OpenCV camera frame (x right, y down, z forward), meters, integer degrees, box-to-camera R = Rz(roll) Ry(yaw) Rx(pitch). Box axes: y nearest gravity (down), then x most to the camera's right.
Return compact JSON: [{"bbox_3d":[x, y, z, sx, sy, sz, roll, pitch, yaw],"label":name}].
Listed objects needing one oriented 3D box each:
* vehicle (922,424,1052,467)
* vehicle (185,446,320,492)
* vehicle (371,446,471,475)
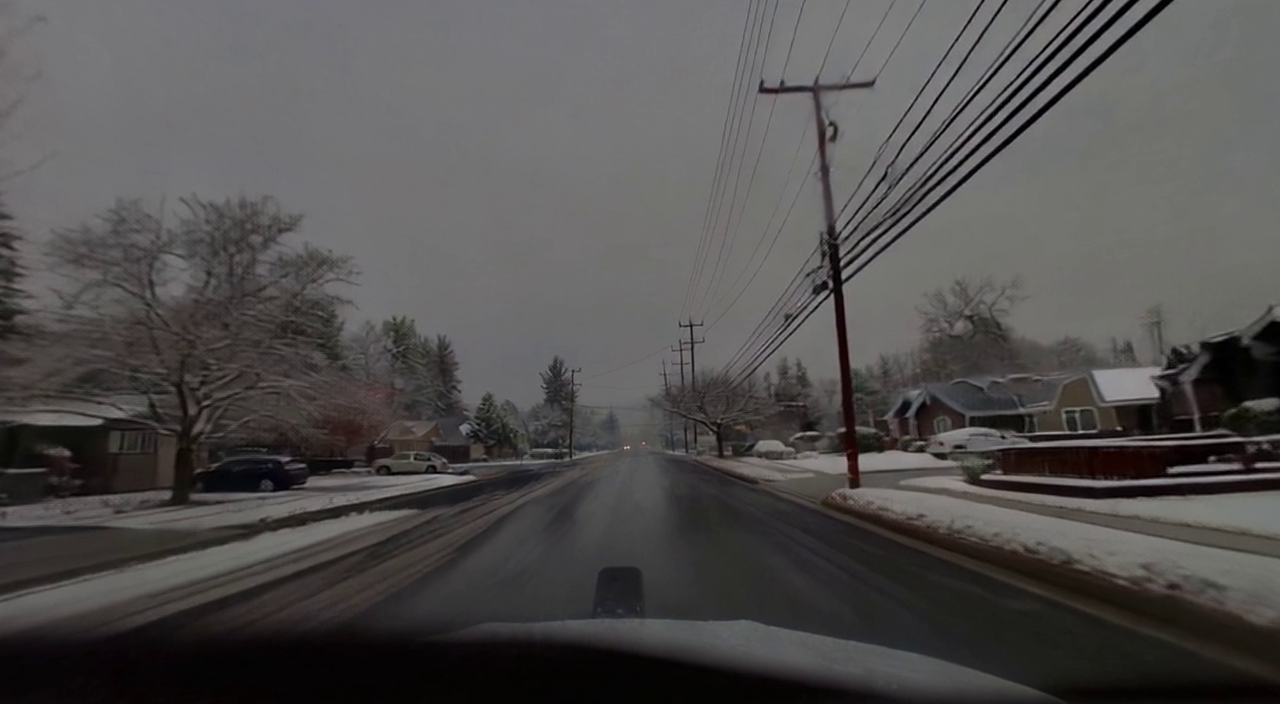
[{"bbox_3d":[14.994,4.074,27.540,4.373,1.759,2.093,0,-9,5],"label":"vehicle"},{"bbox_3d":[-14.939,4.502,24.817,1.978,1.586,5.192,0,-8,0],"label":"vehicle"},{"bbox_3d":[-12.457,6.192,36.149,4.893,1.567,2.105,-1,-8,6],"label":"vehicle"}]
